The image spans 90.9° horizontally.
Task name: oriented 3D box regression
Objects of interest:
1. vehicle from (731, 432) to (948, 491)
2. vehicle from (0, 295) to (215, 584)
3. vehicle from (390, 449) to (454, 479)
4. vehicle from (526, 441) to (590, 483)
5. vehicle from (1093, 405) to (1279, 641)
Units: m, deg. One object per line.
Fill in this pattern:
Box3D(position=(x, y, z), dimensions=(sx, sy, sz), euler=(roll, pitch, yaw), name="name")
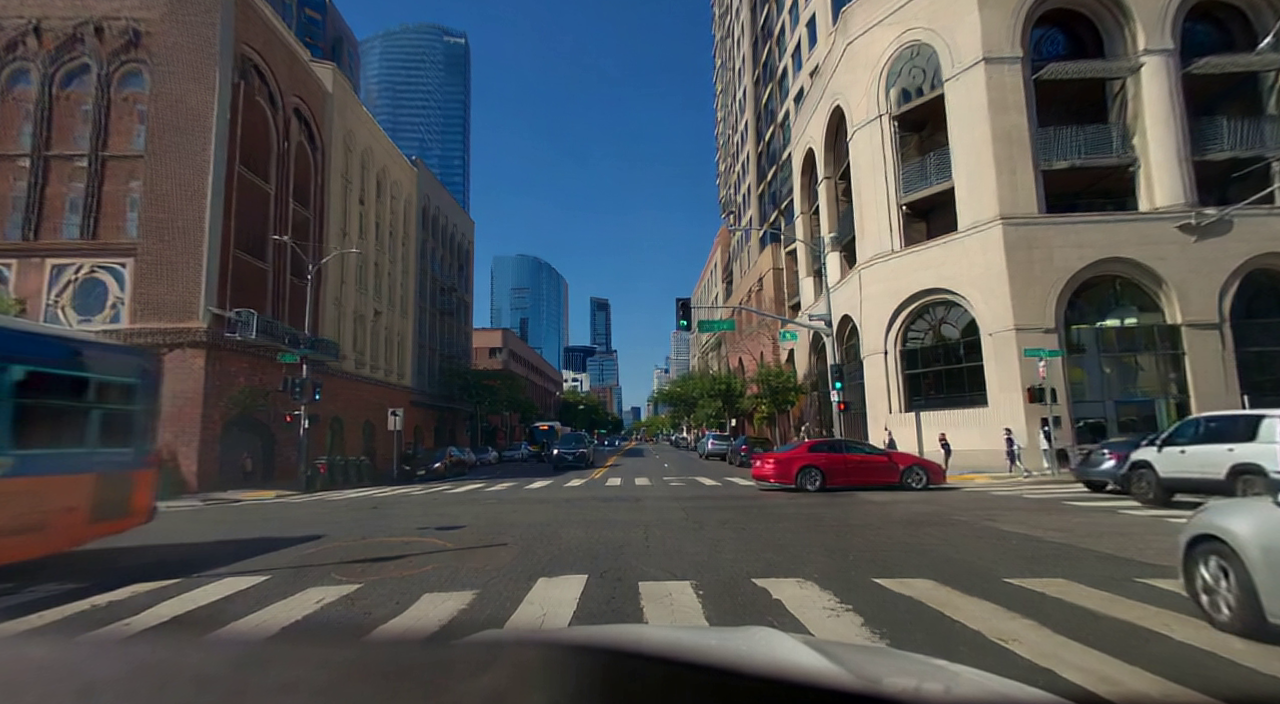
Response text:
Box3D(position=(5.392, 3.016, 17.598), dimensions=(5.388, 1.465, 2.050), euler=(-2, -9, 15), name="vehicle")
Box3D(position=(-9.026, 0.928, 6.733), dimensions=(2.763, 3.411, 8.508), euler=(0, -8, 2), name="vehicle")
Box3D(position=(-11.924, 6.116, 34.804), dimensions=(1.998, 1.505, 4.405), euler=(0, -8, 0), name="vehicle")
Box3D(position=(-3.017, 4.162, 24.217), dimensions=(1.904, 1.402, 4.759), euler=(0, -8, -1), name="vehicle")
Box3D(position=(5.025, 0.984, 3.274), dimensions=(1.912, 1.505, 4.889), euler=(-1, -8, 3), name="vehicle")
